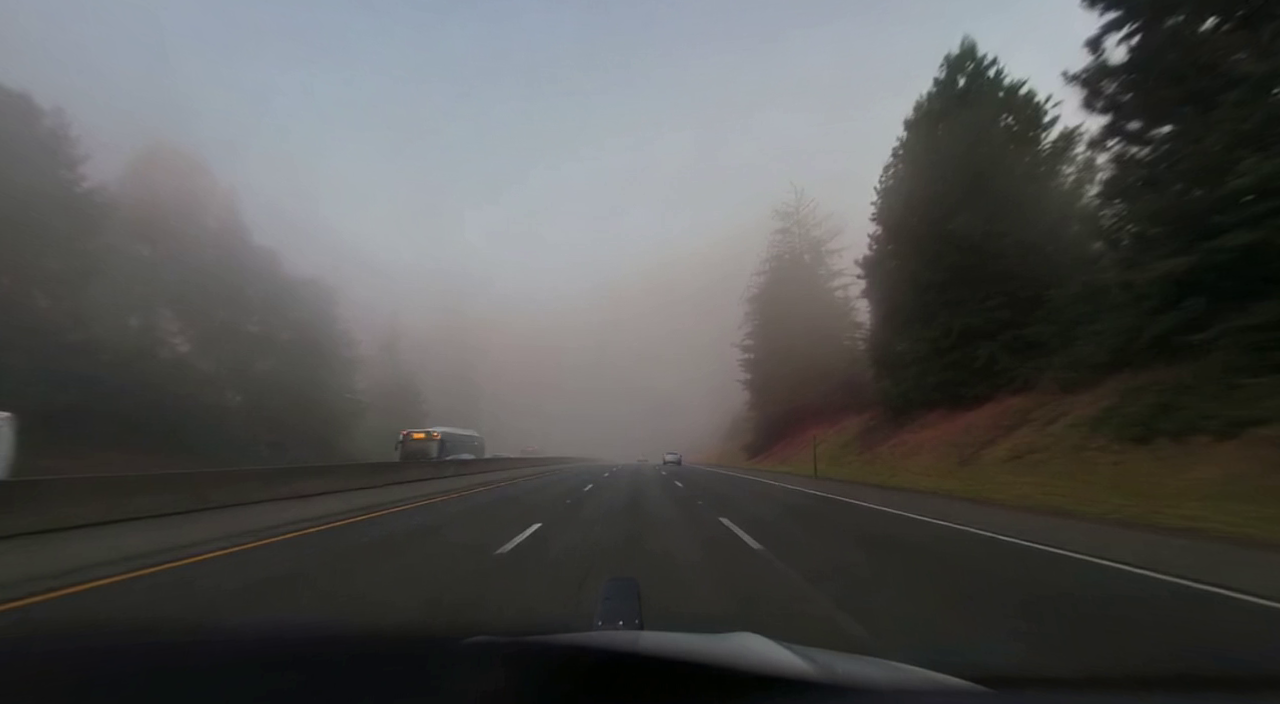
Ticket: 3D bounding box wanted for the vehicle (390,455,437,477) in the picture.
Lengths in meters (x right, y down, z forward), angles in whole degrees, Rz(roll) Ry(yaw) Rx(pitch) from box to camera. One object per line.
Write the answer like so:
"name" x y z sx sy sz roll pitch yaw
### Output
"vehicle" -15.903 8.008 44.435 1.874 1.404 3.723 0 -9 1
